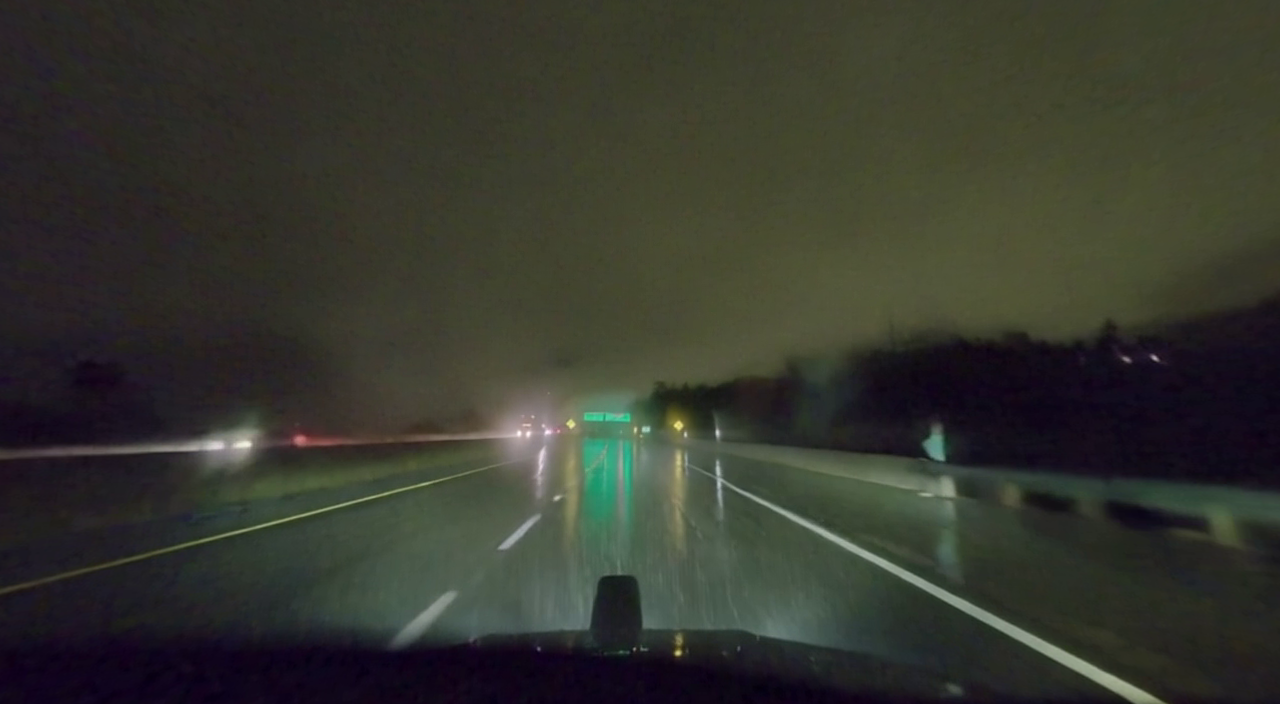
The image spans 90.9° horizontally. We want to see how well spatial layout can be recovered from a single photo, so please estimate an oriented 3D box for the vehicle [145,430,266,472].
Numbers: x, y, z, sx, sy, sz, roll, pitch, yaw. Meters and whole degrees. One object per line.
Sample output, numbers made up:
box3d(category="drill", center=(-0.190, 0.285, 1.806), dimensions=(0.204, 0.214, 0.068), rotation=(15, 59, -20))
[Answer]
box3d(category="vehicle", center=(-16.403, 3.741, 24.077), dimensions=(1.785, 1.429, 4.077), rotation=(0, -8, -1))
